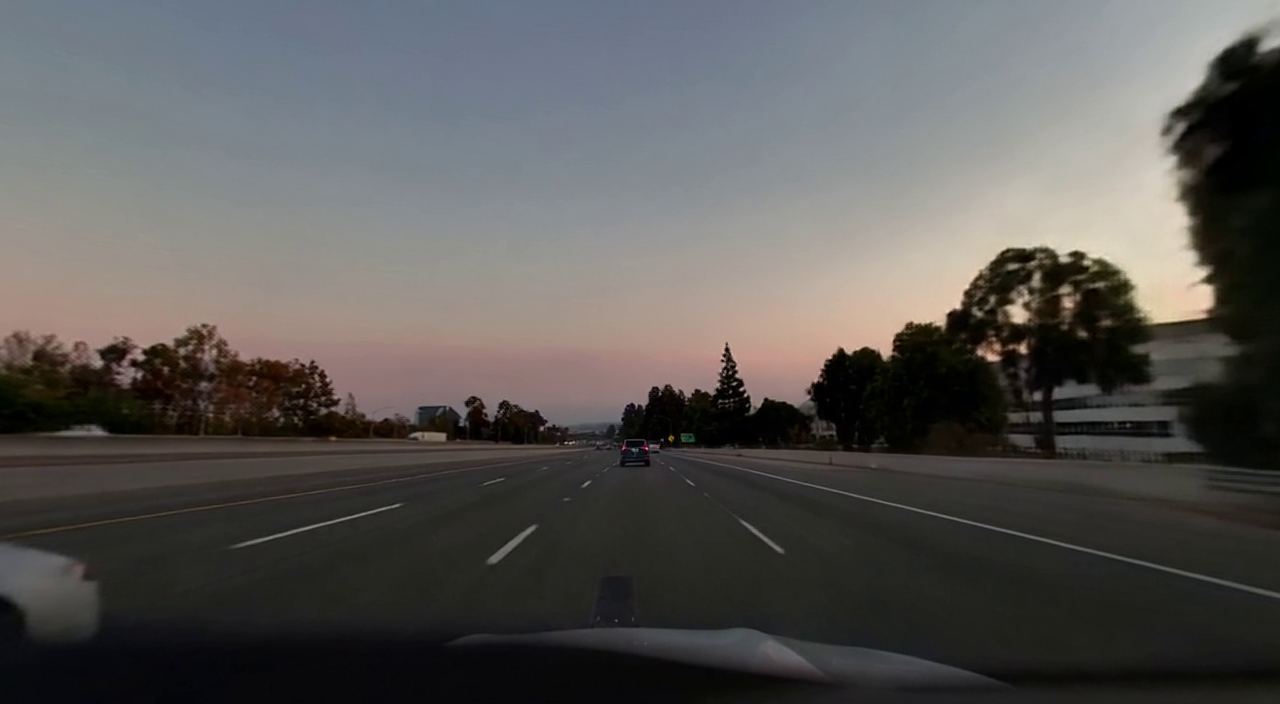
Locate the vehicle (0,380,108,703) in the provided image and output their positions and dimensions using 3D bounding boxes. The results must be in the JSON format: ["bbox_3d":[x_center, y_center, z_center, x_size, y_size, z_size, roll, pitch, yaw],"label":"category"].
[{"bbox_3d":[-3.419,0.591,0.241,2.140,1.574,4.946,0,-8,0],"label":"vehicle"}]

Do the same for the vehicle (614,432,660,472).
[{"bbox_3d":[-0.165,5.224,33.053,2.269,1.924,4.596,0,-8,0],"label":"vehicle"}]
